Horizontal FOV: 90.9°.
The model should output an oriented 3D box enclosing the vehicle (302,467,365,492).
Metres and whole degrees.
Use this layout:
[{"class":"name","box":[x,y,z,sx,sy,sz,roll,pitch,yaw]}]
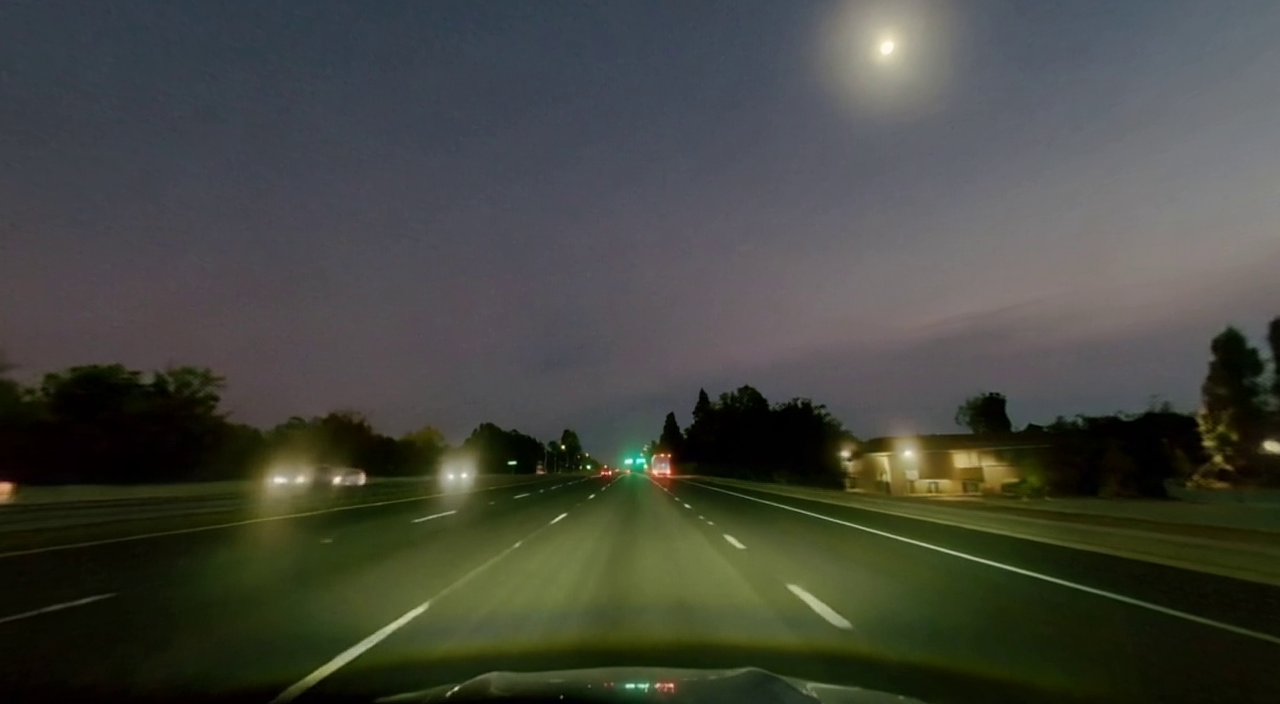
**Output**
[{"class":"vehicle","box":[-19.539,8.132,40.394,1.850,1.447,4.317,1,-10,0]}]
